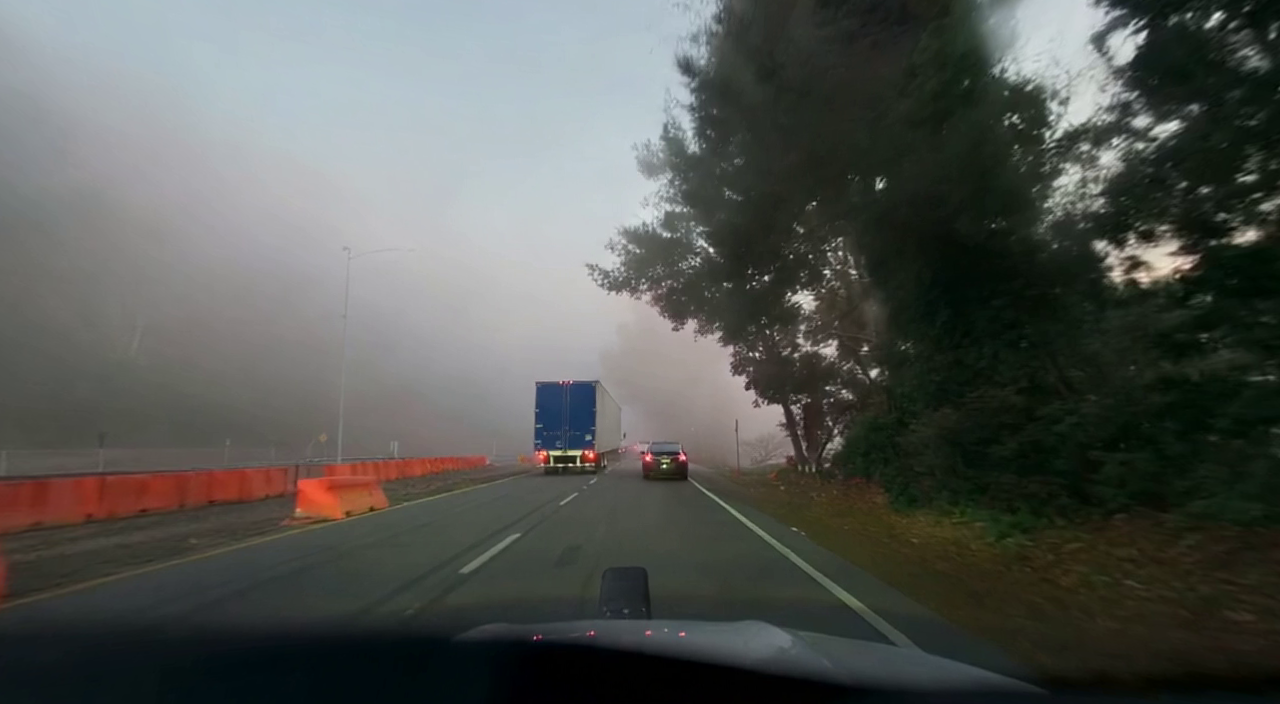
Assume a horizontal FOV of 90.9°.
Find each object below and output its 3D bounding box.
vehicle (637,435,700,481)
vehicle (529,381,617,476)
[{"bbox_3d":[1.038,4.204,25.288,2.304,1.675,4.462,0,-8,0],"label":"vehicle"},{"bbox_3d":[-3.188,4.439,35.173,2.906,4.115,15.715,0,-8,1],"label":"vehicle"}]
